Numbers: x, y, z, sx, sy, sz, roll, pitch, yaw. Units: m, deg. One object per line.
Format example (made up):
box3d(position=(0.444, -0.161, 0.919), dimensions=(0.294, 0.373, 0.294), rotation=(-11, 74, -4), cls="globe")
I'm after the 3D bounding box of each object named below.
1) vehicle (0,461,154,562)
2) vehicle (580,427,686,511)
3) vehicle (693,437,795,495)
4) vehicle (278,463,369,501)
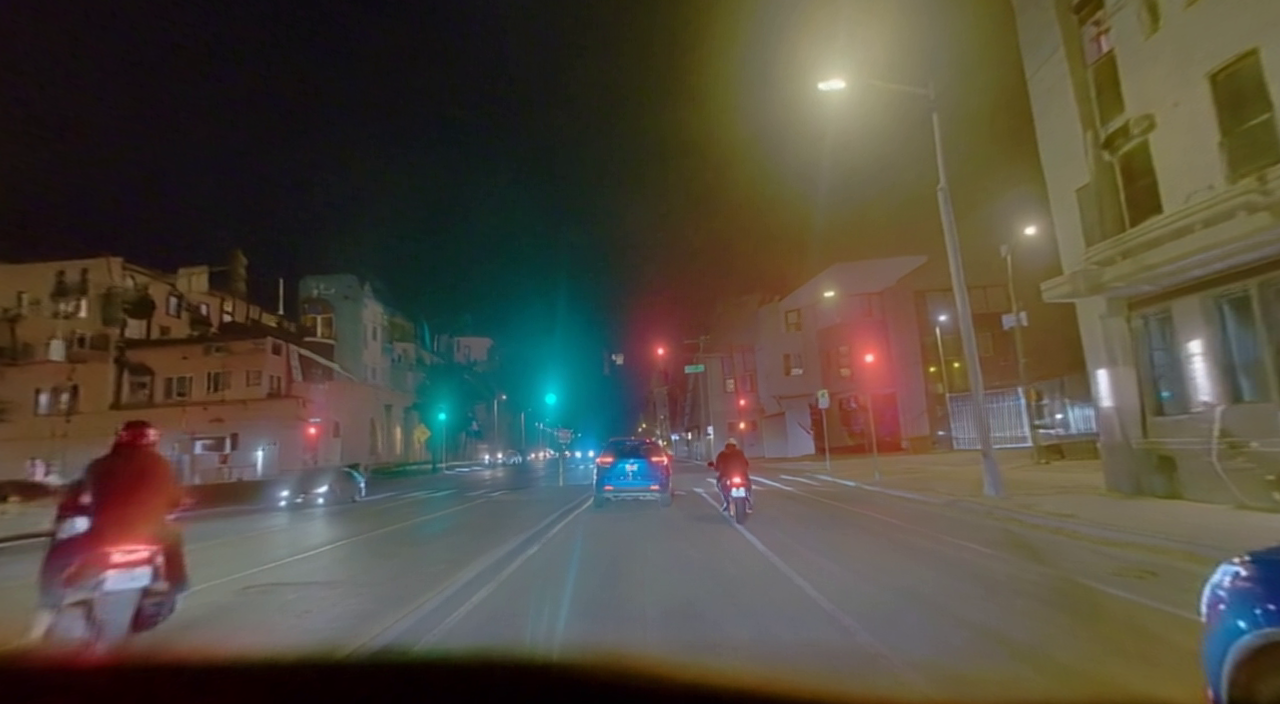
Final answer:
box3d(position=(-13.001, 3.286, 13.448), dimensions=(1.871, 1.786, 4.386), rotation=(0, -9, -3), cls="vehicle")
box3d(position=(-0.131, 2.813, 15.573), dimensions=(2.265, 1.748, 4.130), rotation=(0, -9, 1), cls="vehicle")
box3d(position=(2.922, 3.332, 18.806), dimensions=(2.101, 1.507, 4.355), rotation=(0, -9, -3), cls="vehicle")
box3d(position=(-14.698, 6.042, 29.647), dimensions=(1.963, 1.492, 4.885), rotation=(0, -9, -3), cls="vehicle")
